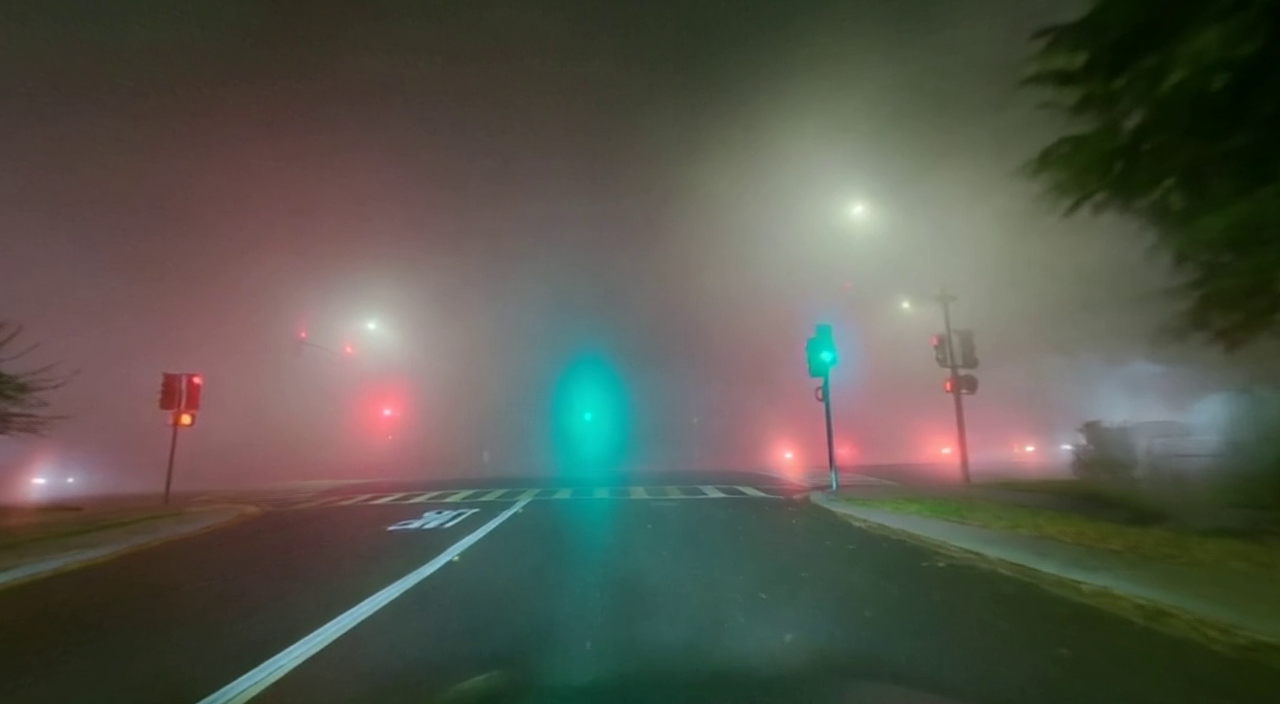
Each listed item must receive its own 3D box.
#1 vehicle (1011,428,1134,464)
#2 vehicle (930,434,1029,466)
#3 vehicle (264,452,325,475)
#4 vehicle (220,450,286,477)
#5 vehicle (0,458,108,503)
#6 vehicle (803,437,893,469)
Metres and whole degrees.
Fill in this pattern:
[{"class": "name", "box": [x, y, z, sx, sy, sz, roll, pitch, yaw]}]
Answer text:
[{"class": "vehicle", "box": [21.278, 4.623, 31.236, 4.510, 1.673, 2.030, 0, -8, 0]}, {"class": "vehicle", "box": [18.697, 5.404, 34.983, 4.326, 1.672, 1.903, -1, -8, 1]}, {"class": "vehicle", "box": [-24.692, 7.941, 45.336, 1.817, 1.488, 4.631, 0, -8, 0]}, {"class": "vehicle", "box": [-27.605, 7.948, 45.219, 1.967, 1.779, 4.159, -1, -8, 2]}, {"class": "vehicle", "box": [-22.738, 4.649, 23.073, 4.989, 1.442, 1.940, 0, -8, 4]}, {"class": "vehicle", "box": [10.295, 5.010, 31.498, 3.815, 1.504, 1.790, -1, -8, 1]}]
